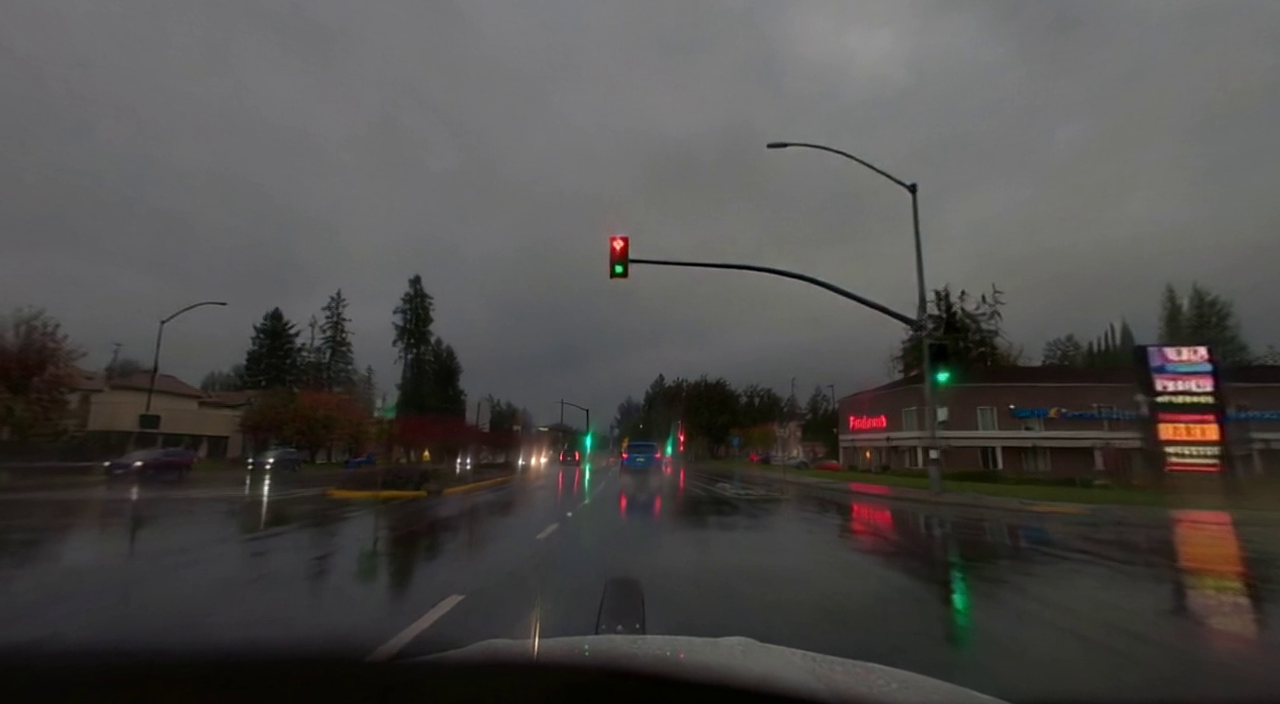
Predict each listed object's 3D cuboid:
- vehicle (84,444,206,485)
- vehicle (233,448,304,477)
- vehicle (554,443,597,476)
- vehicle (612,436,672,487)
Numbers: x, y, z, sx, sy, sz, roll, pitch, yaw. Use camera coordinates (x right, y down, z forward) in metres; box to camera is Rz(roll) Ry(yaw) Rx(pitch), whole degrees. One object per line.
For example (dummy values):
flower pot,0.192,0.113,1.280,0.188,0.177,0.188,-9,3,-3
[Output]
vehicle,-25.692,5.814,33.122,2.182,1.906,5.364,0,-8,-3
vehicle,-26.157,7.766,44.727,2.111,1.839,4.932,0,-8,-2
vehicle,-3.924,6.632,39.246,2.202,1.856,4.516,0,-8,-1
vehicle,0.035,4.565,26.741,2.273,1.909,5.075,0,-8,-1
